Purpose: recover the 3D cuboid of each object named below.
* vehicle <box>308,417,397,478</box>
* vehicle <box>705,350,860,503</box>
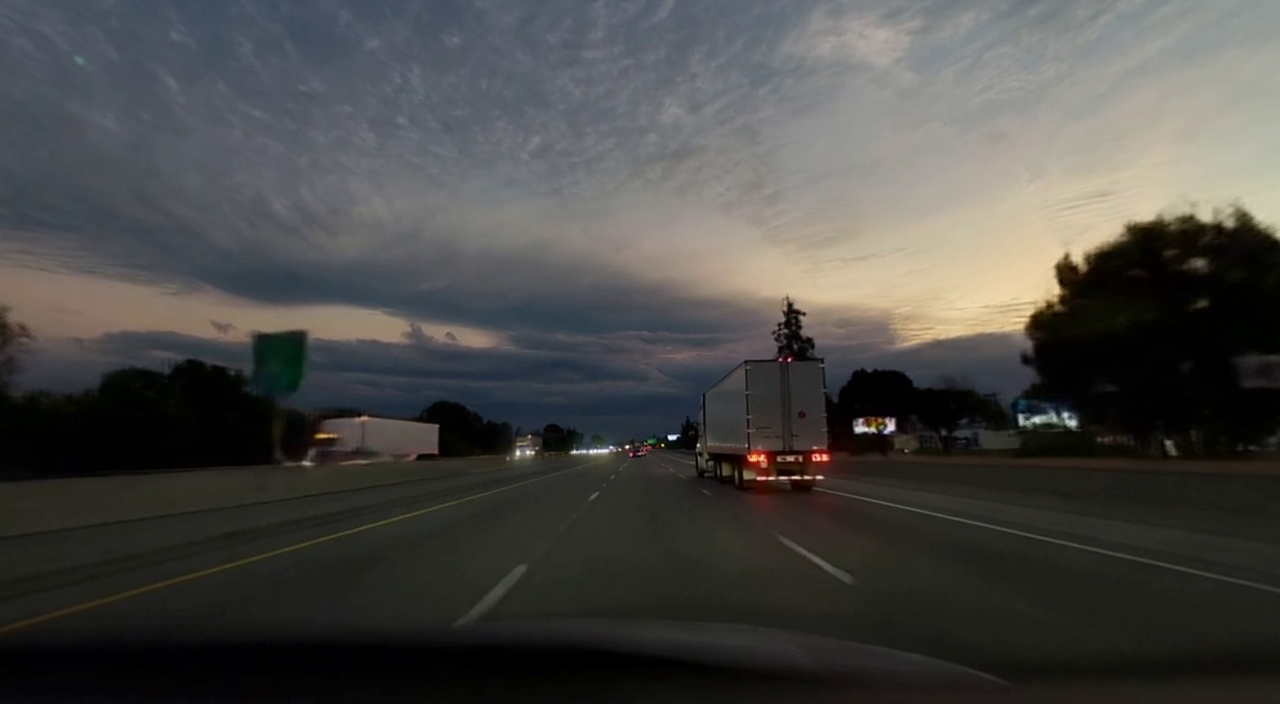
[{"bbox_3d":[-20.477,6.872,45.416,3.367,4.049,6.073,0,-9,0],"label":"vehicle"},{"bbox_3d":[4.633,3.012,23.978,3.058,4.312,12.251,0,-9,0],"label":"vehicle"}]
